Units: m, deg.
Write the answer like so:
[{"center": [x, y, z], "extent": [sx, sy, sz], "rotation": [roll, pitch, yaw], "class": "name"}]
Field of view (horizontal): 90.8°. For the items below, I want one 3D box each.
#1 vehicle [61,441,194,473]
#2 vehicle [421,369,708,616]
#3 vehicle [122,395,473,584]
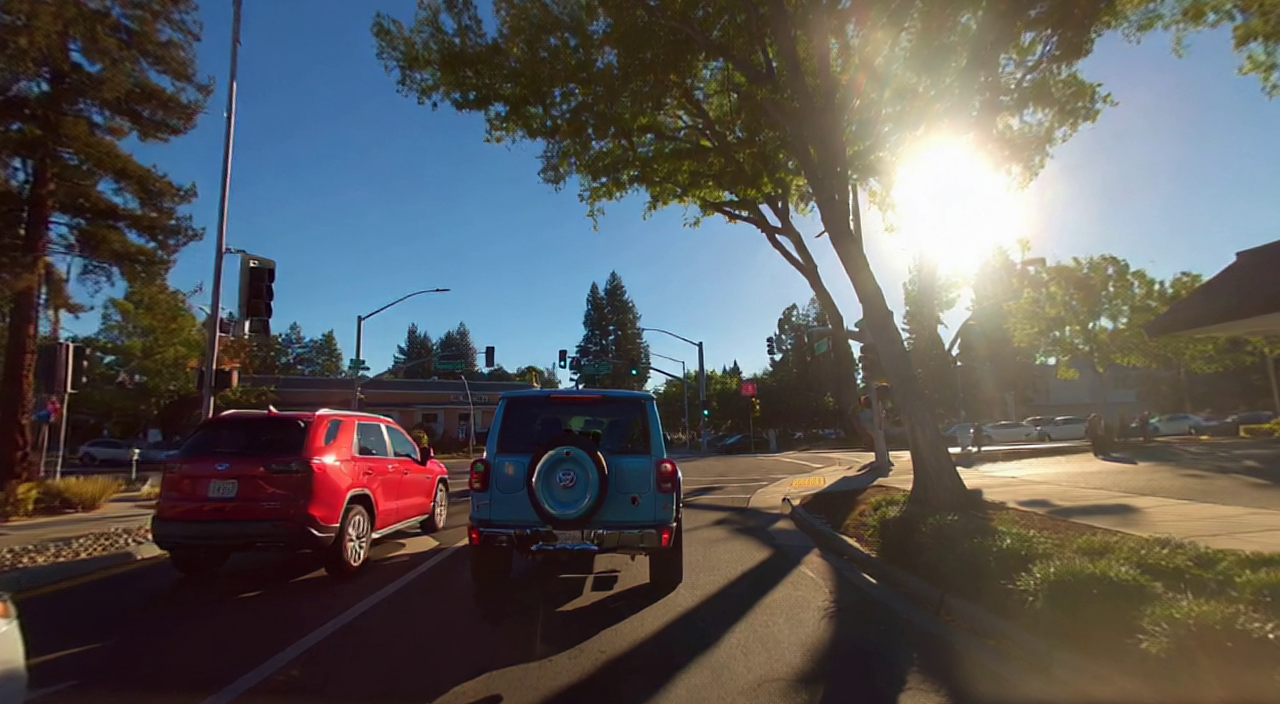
[{"center": [-25.249, 5.183, 31.368], "extent": [4.713, 1.445, 1.887], "rotation": [4, -9, -24], "class": "vehicle"}, {"center": [-0.630, 1.434, 7.342], "extent": [2.224, 1.923, 4.643], "rotation": [0, -8, -1], "class": "vehicle"}, {"center": [-3.914, 1.665, 8.429], "extent": [2.130, 1.819, 4.497], "rotation": [0, -8, 0], "class": "vehicle"}]
